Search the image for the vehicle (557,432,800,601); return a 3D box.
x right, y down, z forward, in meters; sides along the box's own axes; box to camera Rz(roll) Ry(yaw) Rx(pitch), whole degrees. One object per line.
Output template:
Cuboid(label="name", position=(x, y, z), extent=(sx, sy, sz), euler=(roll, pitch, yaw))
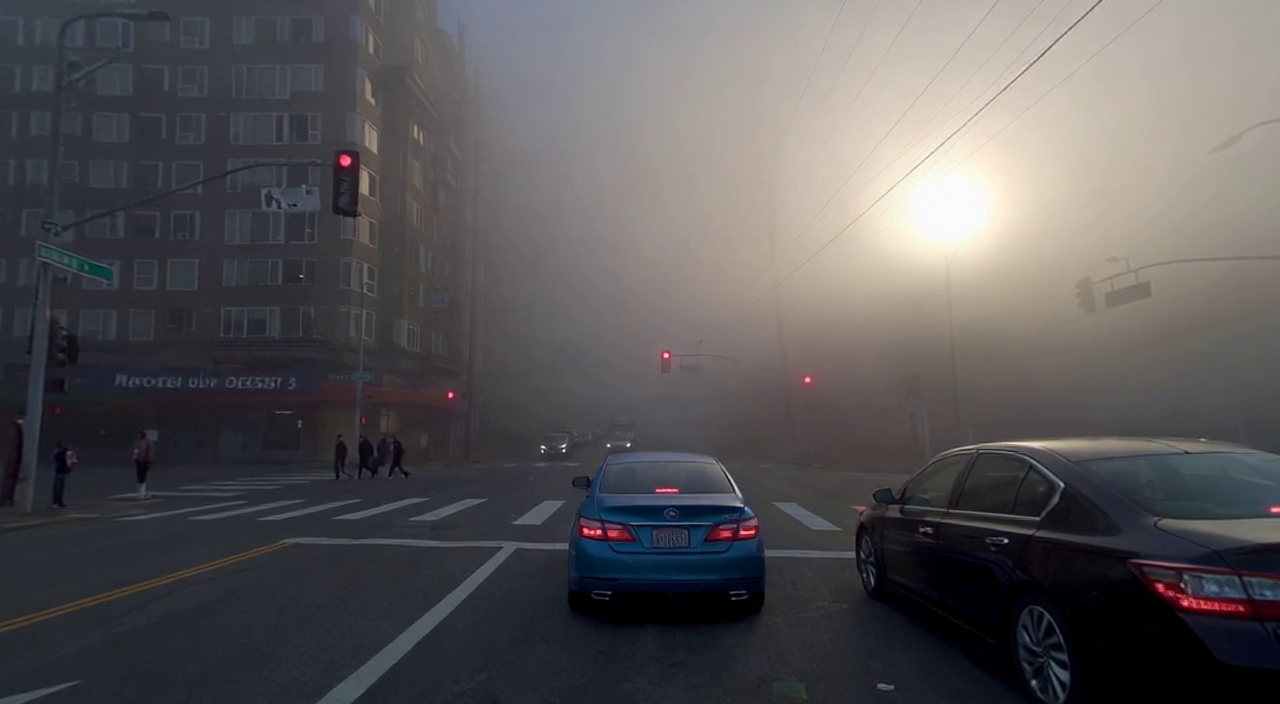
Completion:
Cuboid(label="vehicle", position=(0.275, 1.745, 7.625), extent=(2.132, 1.464, 4.089), euler=(0, -8, -2))

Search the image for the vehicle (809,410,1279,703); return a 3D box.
Cuboid(label="vehicle", position=(2.811, 1.292, 4.585), extent=(1.961, 1.498, 4.356), euler=(0, -8, 0))

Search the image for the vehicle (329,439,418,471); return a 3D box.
Cuboid(label="vehicle", position=(-14.347, 5.544, 33.974), extent=(3.912, 1.596, 2.030), euler=(7, -11, -38))
